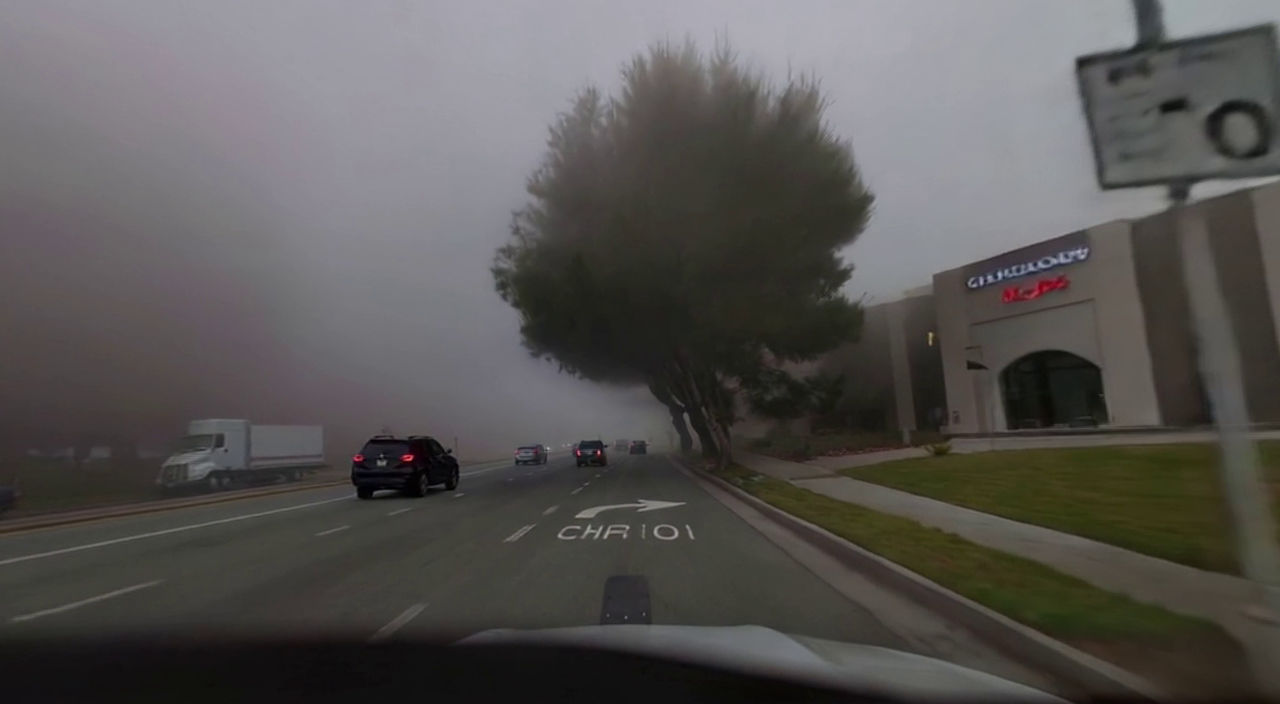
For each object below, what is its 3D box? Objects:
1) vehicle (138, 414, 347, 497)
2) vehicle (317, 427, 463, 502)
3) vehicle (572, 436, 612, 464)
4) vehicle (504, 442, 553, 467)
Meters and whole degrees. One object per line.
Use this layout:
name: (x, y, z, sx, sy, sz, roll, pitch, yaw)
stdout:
vehicle: (-21.744, 5.818, 36.478, 3.033, 3.777, 14.652, 0, -8, -2)
vehicle: (-6.866, 3.129, 18.050, 2.137, 1.835, 4.844, 0, -8, 1)
vehicle: (-2.956, 6.093, 39.384, 2.100, 1.661, 3.837, 0, -8, 1)
vehicle: (-6.702, 6.187, 38.380, 2.072, 1.427, 4.328, 0, -8, 1)
